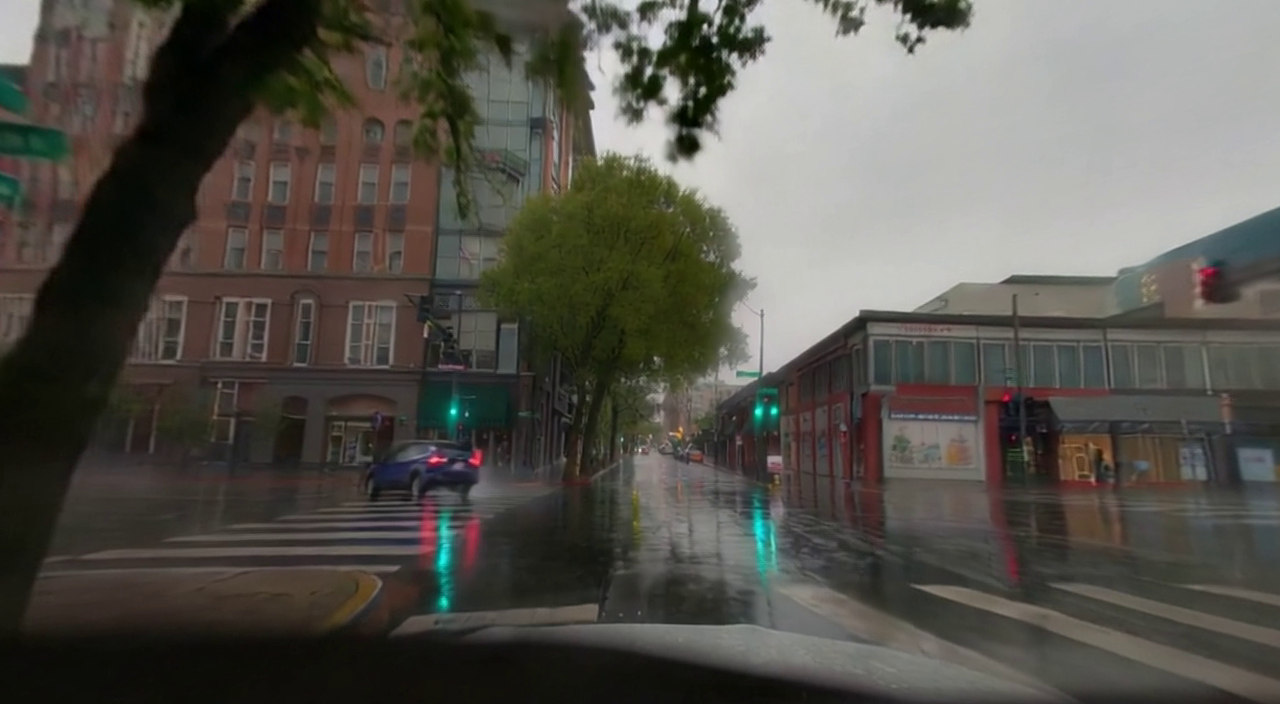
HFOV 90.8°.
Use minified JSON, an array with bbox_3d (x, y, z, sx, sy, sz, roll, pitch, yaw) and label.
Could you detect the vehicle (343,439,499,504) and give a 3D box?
[{"bbox_3d":[-5.957,3.099,16.935,4.459,1.482,2.106,-8,-12,44],"label":"vehicle"}]
